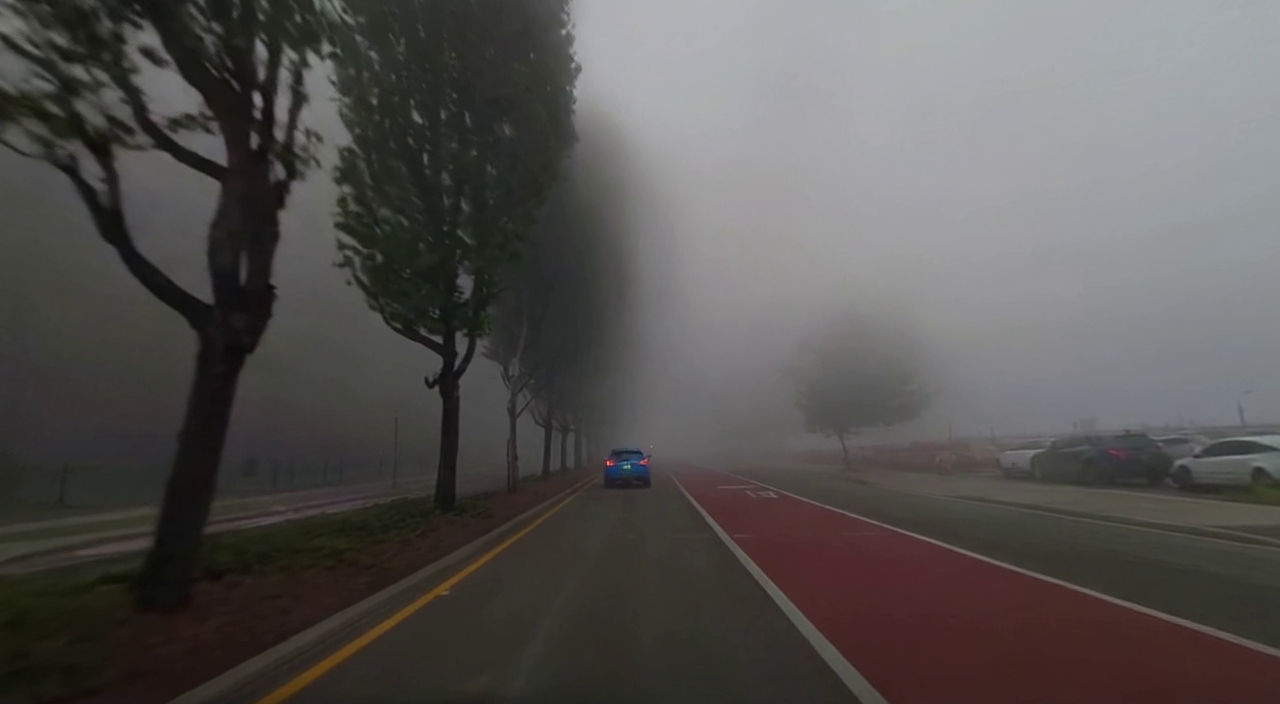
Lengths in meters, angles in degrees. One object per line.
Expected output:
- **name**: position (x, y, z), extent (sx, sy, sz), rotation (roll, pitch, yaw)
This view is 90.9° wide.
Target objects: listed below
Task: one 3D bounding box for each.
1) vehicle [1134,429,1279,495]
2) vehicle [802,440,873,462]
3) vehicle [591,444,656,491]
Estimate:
- **vehicle**: position (14.607, 2.609, 15.131), extent (3.765, 1.449, 1.955), rotation (0, -9, 0)
- **vehicle**: position (13.961, 7.013, 44.754), extent (4.330, 1.457, 1.938), rotation (-1, -9, 1)
- **vehicle**: position (-0.570, 3.990, 22.123), extent (2.063, 1.442, 4.135), rotation (0, -9, -1)
